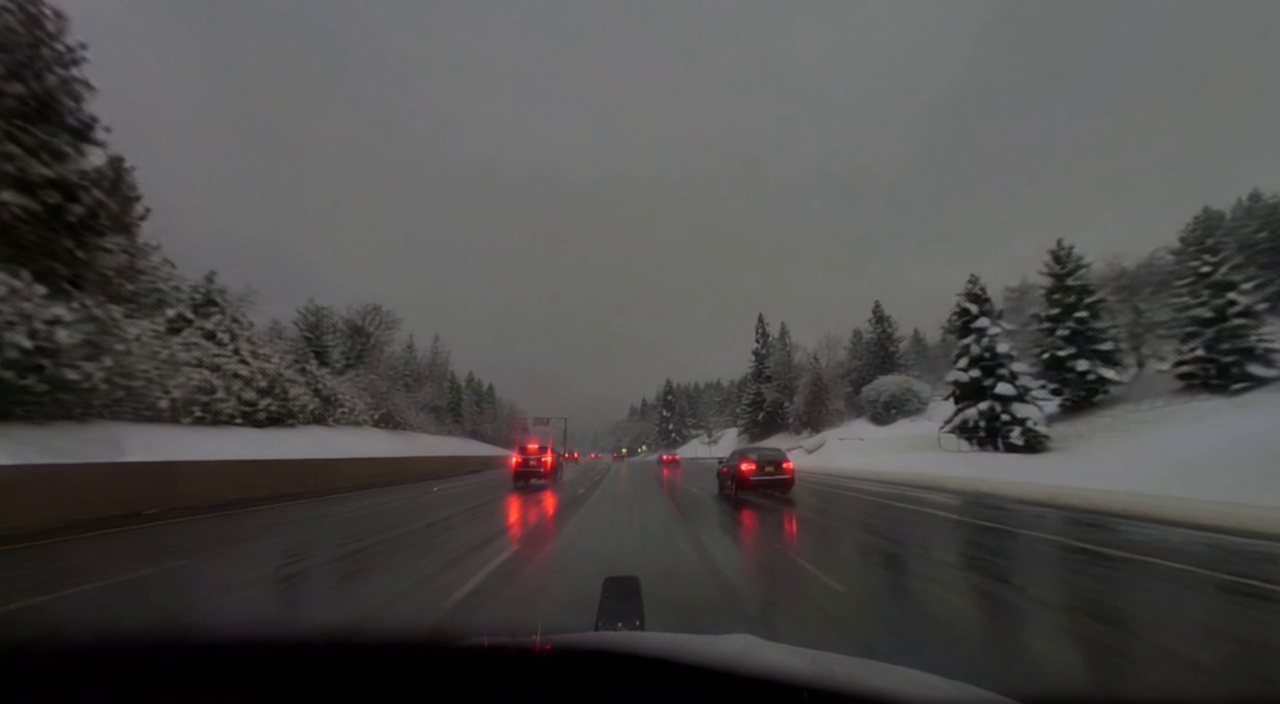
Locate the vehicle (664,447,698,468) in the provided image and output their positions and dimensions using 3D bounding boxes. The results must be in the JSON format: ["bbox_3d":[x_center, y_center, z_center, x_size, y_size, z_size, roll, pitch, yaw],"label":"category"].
[{"bbox_3d":[2.935,7.668,46.004,2.021,1.447,3.985,0,-9,-3],"label":"vehicle"}]

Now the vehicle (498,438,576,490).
[{"bbox_3d":[-3.716,4.147,23.710,2.244,1.755,4.417,0,-9,-1],"label":"vehicle"}]

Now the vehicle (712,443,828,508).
[{"bbox_3d":[3.202,3.130,16.542,1.947,1.437,4.345,0,-9,-3],"label":"vehicle"}]
